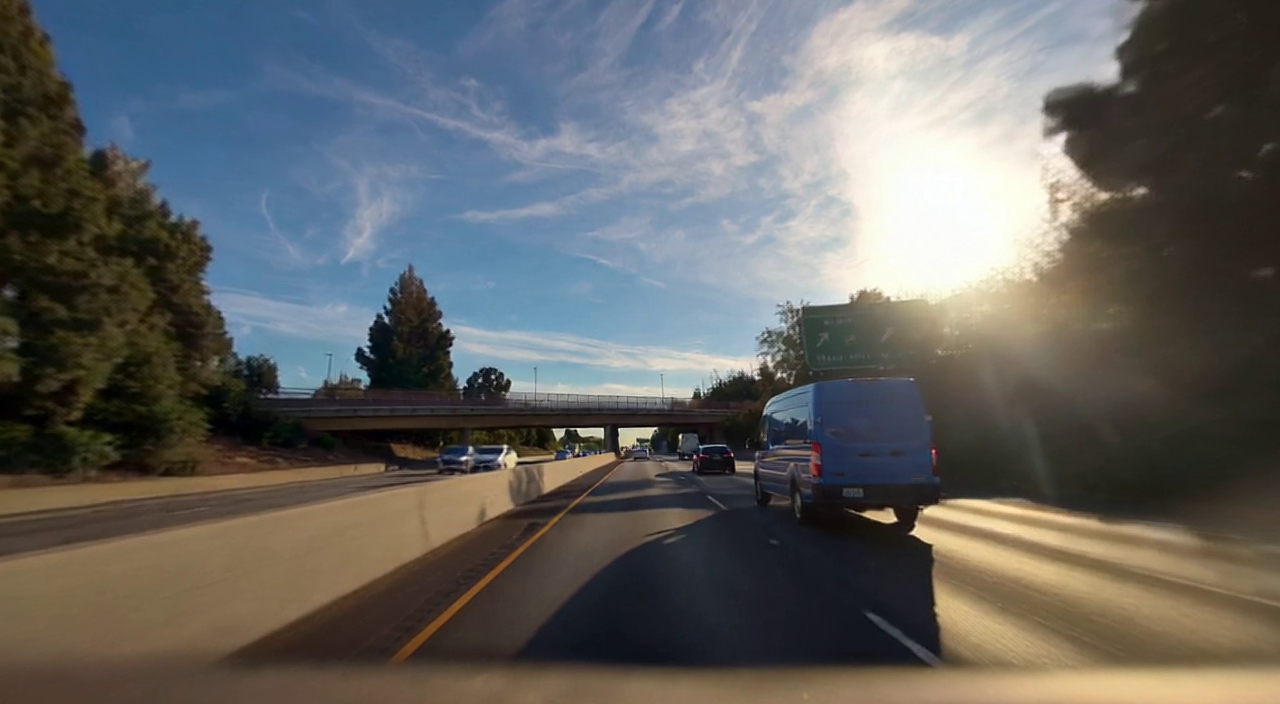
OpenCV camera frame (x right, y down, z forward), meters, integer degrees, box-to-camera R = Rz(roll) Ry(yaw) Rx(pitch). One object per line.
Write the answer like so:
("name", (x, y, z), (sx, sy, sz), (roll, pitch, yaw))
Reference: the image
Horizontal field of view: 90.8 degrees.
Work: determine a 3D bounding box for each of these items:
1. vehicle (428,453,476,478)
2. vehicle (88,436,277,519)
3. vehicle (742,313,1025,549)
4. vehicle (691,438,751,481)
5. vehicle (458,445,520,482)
("vehicle", (-11.298, 6.822, 38.115), (1.629, 1.339, 4.110), (0, -9, 0))
("vehicle", (-14.611, 3.991, 20.709), (2.215, 2.322, 5.175), (0, -9, 0))
("vehicle", (3.783, 1.555, 11.929), (2.460, 3.155, 6.902), (0, -9, -1))
("vehicle", (3.516, 4.769, 28.147), (2.009, 1.731, 4.149), (0, -9, -1))
("vehicle", (-8.014, 5.995, 34.173), (1.909, 1.821, 5.661), (0, -9, 1))
